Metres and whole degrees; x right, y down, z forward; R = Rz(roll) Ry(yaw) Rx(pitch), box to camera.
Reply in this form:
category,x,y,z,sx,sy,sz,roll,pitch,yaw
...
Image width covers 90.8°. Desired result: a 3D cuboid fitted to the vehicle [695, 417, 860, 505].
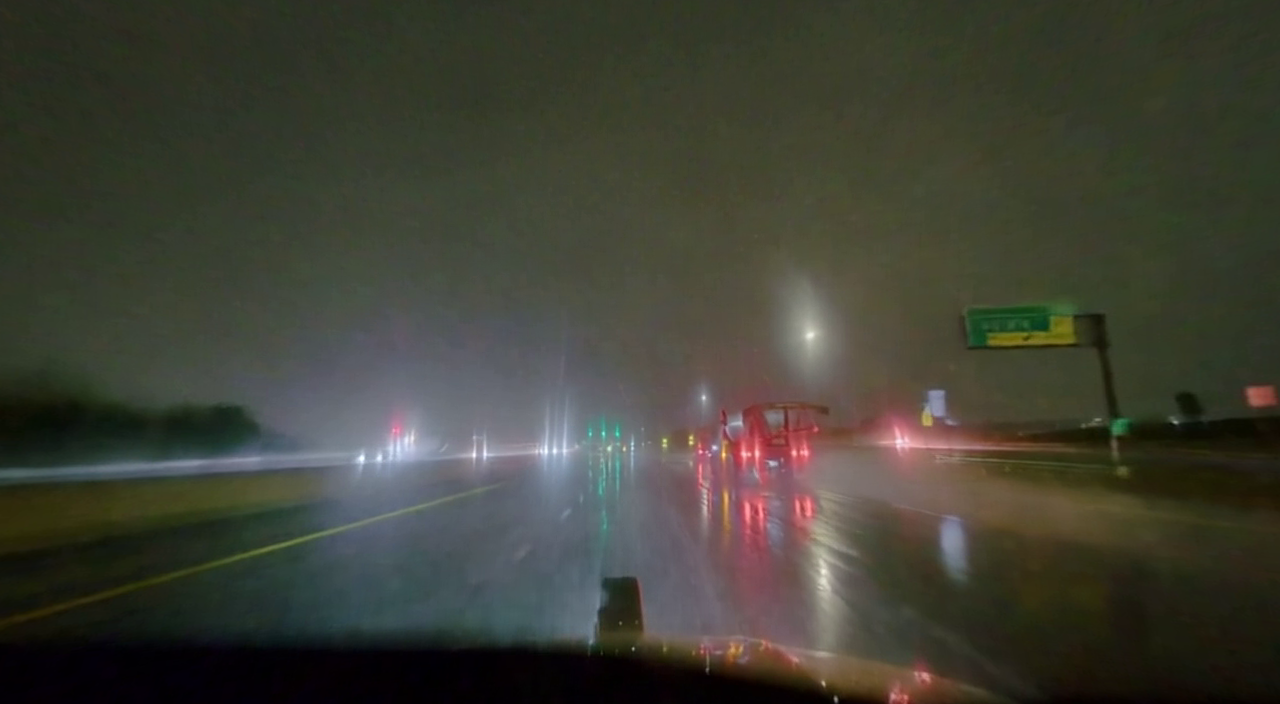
category,x,y,z,sx,sy,sz,roll,pitch,yaw
vehicle,3.580,3.142,18.795,2.981,2.053,7.897,0,-9,-1
